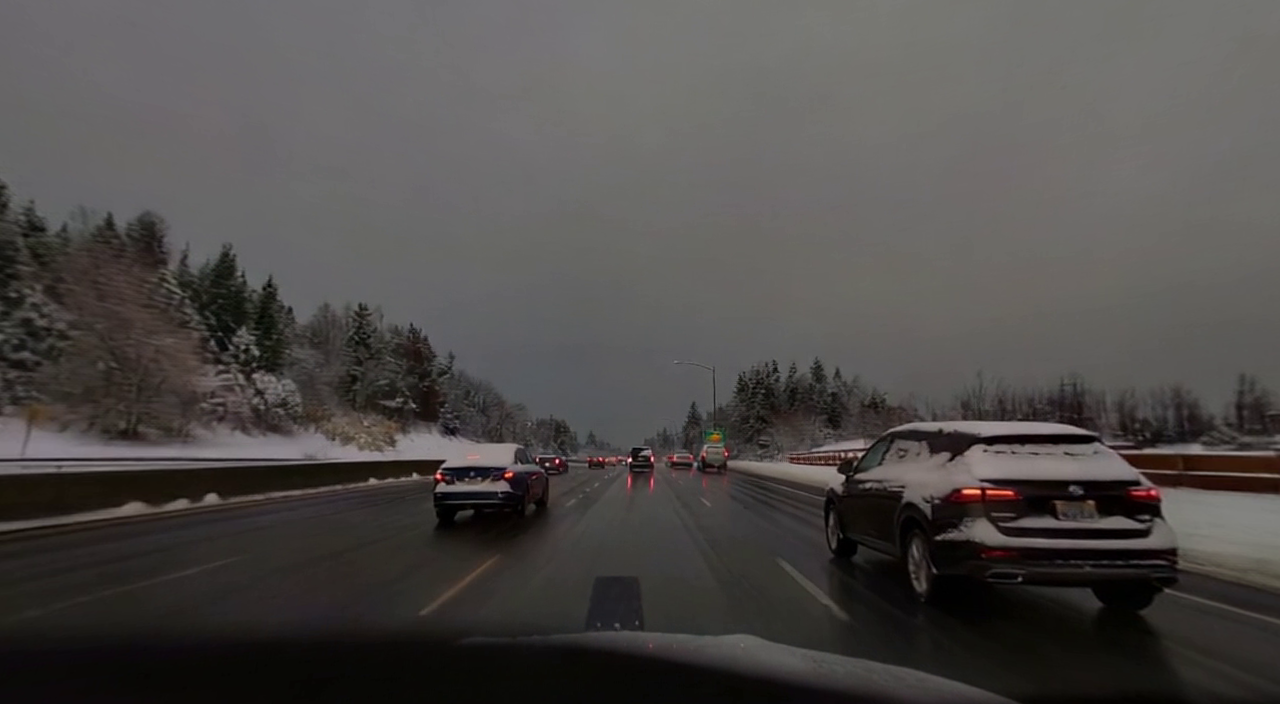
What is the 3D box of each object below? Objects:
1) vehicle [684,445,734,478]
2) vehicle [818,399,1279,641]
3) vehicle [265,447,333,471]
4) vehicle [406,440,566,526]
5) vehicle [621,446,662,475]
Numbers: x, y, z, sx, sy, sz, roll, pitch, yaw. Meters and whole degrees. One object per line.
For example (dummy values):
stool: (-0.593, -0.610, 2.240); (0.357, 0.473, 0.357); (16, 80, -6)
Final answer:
vehicle: (3.860, 6.178, 35.988); (2.320, 1.735, 4.408); (0, -8, 0)
vehicle: (3.616, 1.535, 6.854); (2.029, 1.716, 4.545); (0, -8, 0)
vehicle: (-24.580, 7.718, 45.785); (1.828, 1.560, 4.372); (-2, -9, 13)
vehicle: (-3.034, 2.695, 13.697); (2.130, 1.514, 4.766); (0, -8, 2)
vehicle: (0.138, 6.780, 39.748); (2.408, 1.748, 4.217); (0, -8, 1)
